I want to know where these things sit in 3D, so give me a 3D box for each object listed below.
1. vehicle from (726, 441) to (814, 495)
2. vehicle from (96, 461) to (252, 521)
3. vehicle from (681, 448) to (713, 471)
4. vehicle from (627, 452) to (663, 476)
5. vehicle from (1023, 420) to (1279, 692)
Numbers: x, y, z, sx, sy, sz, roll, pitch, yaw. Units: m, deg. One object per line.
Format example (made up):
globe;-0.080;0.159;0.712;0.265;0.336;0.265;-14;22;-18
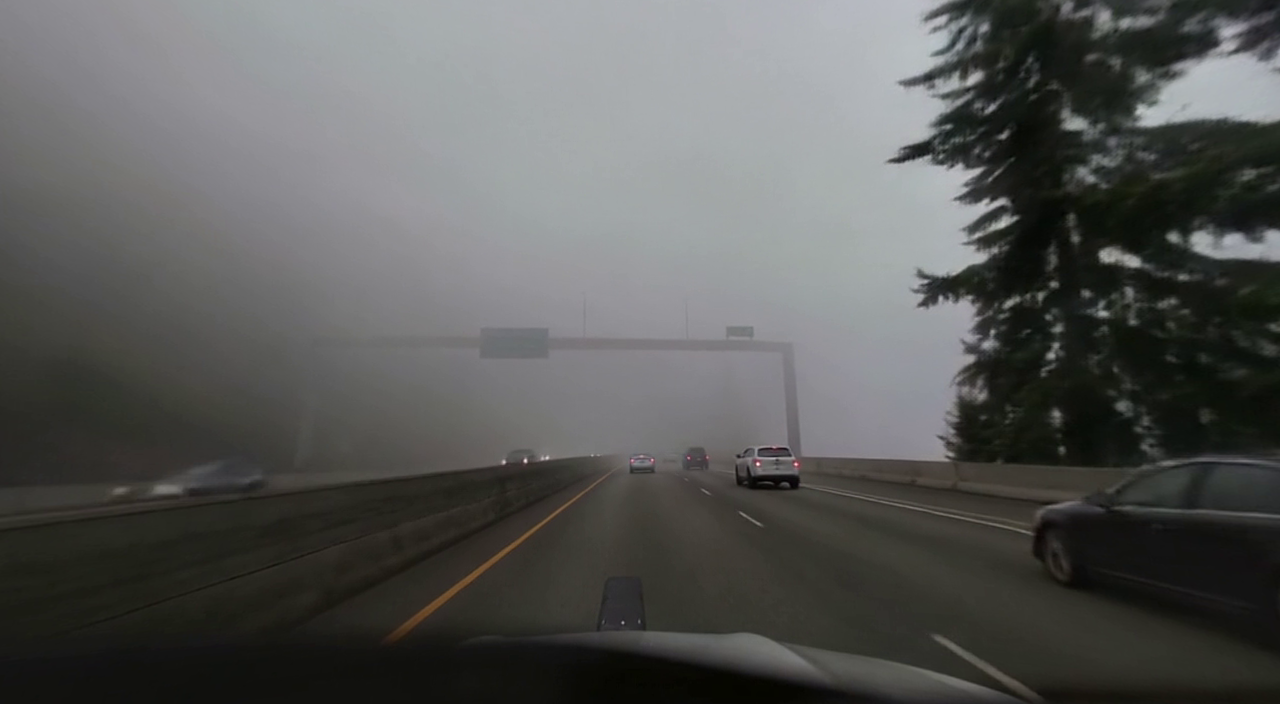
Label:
vehicle;4.340;3.939;21.736;1.969;1.639;4.472;0;-9;-1
vehicle;-13.389;3.977;18.418;1.727;1.466;3.671;0;-9;0
vehicle;4.227;7.990;47.047;1.935;1.594;3.981;0;-9;-2
vehicle;0.276;6.633;37.444;2.012;1.320;3.777;0;-9;0
vehicle;4.528;1.187;3.865;1.952;1.495;3.740;0;-9;0
